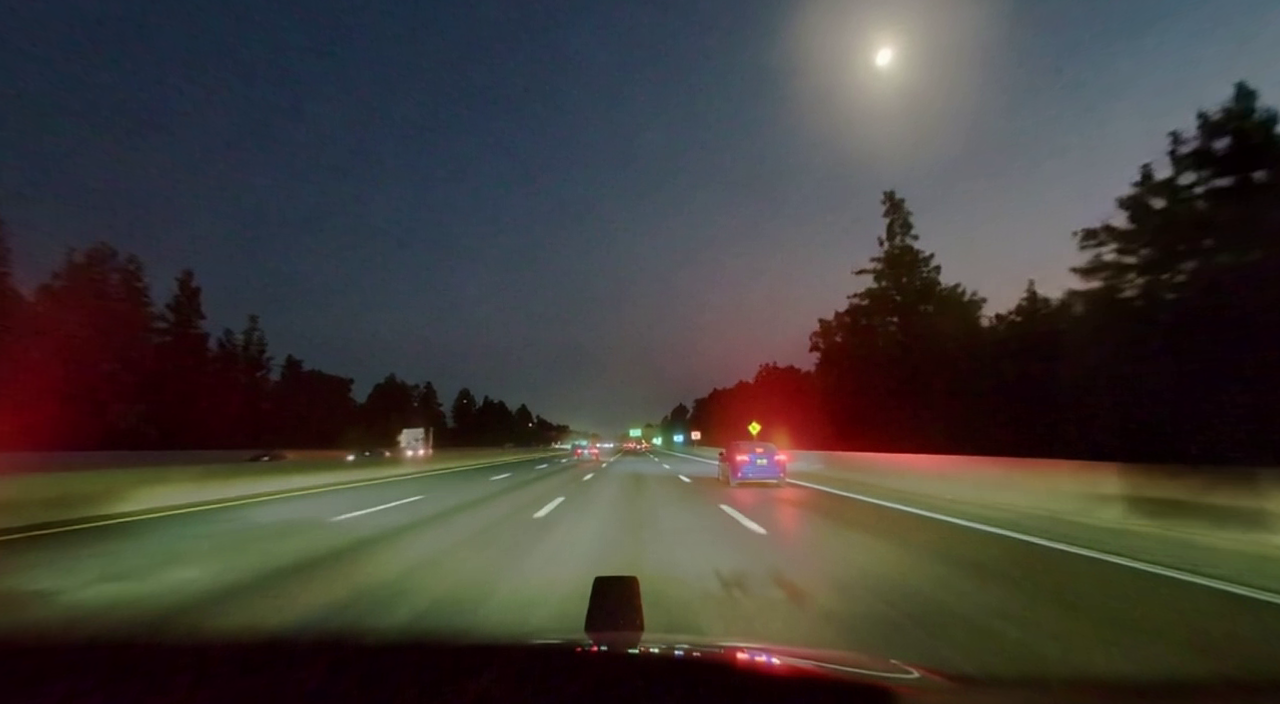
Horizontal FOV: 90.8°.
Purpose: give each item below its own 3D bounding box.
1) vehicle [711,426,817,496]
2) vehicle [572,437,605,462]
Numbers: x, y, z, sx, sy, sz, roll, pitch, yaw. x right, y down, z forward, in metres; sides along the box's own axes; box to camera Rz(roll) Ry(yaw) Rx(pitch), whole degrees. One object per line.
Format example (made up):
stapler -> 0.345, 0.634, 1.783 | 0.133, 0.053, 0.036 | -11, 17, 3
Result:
vehicle -> 3.305, 3.026, 17.759 | 2.053, 1.714, 4.097 | 0, -9, -2
vehicle -> -3.894, 7.467, 48.424 | 2.173, 1.793, 4.564 | 0, -9, 0
